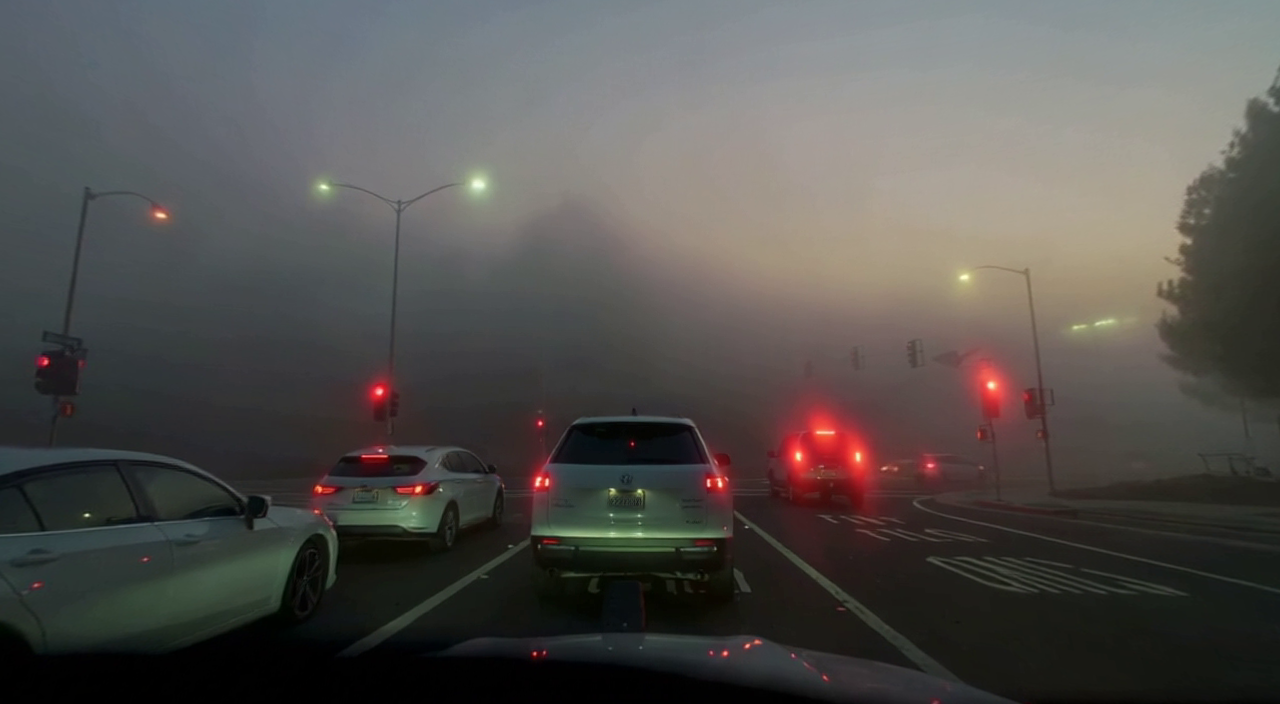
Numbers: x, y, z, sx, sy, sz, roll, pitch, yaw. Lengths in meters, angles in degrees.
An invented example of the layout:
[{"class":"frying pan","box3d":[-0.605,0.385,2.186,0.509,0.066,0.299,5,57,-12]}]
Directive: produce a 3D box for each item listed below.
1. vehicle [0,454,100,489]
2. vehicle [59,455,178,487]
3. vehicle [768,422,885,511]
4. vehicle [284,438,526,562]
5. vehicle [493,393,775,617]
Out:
[{"class":"vehicle","box3d":[-27.056,5.277,27.954,4.198,1.444,1.765,2,-9,-15]},{"class":"vehicle","box3d":[-26.001,5.945,31.603,4.140,1.444,1.742,2,-9,-15]},{"class":"vehicle","box3d":[4.798,3.000,16.921,2.084,2.053,4.073,-1,-8,4]},{"class":"vehicle","box3d":[-3.205,2.093,9.764,1.913,1.453,4.413,0,-8,2]},{"class":"vehicle","box3d":[-0.040,1.520,7.179,2.203,1.757,4.286,0,-8,0]}]
